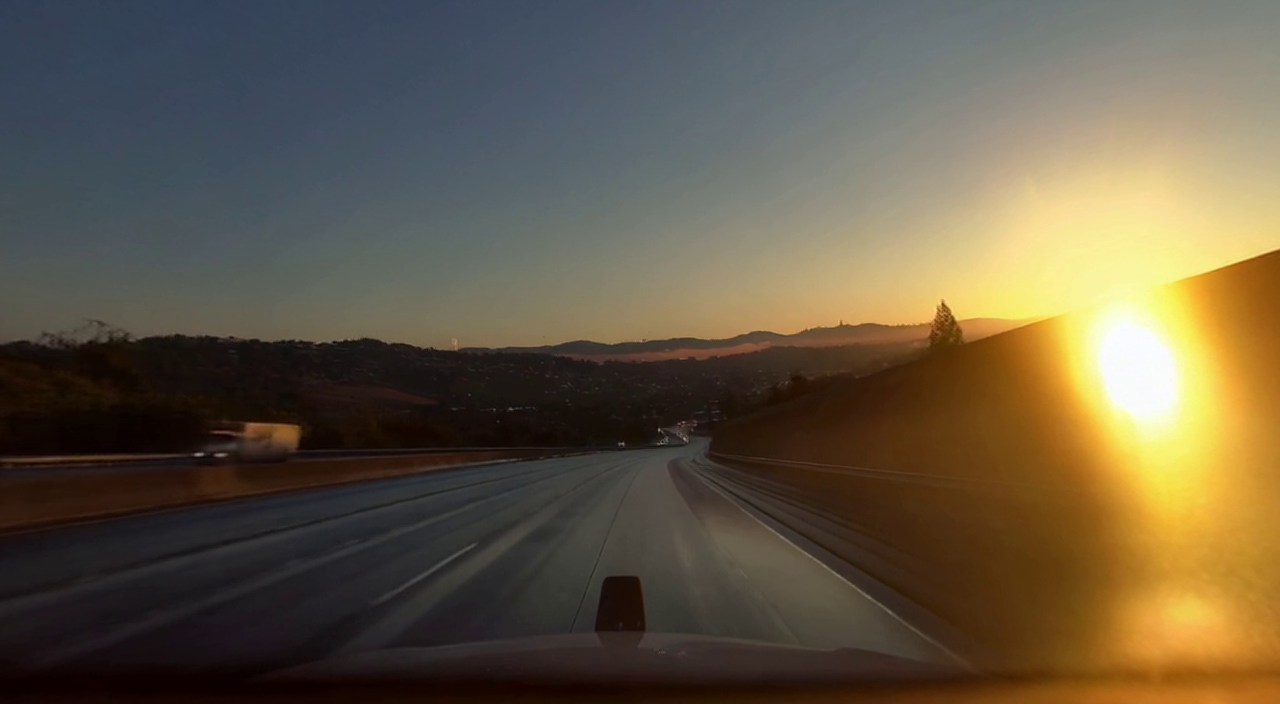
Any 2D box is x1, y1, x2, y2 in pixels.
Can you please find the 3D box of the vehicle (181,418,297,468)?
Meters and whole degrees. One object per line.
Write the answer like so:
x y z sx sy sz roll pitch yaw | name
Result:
-23.766 5.496 37.879 2.226 2.674 6.850 -1 -9 2 | vehicle
